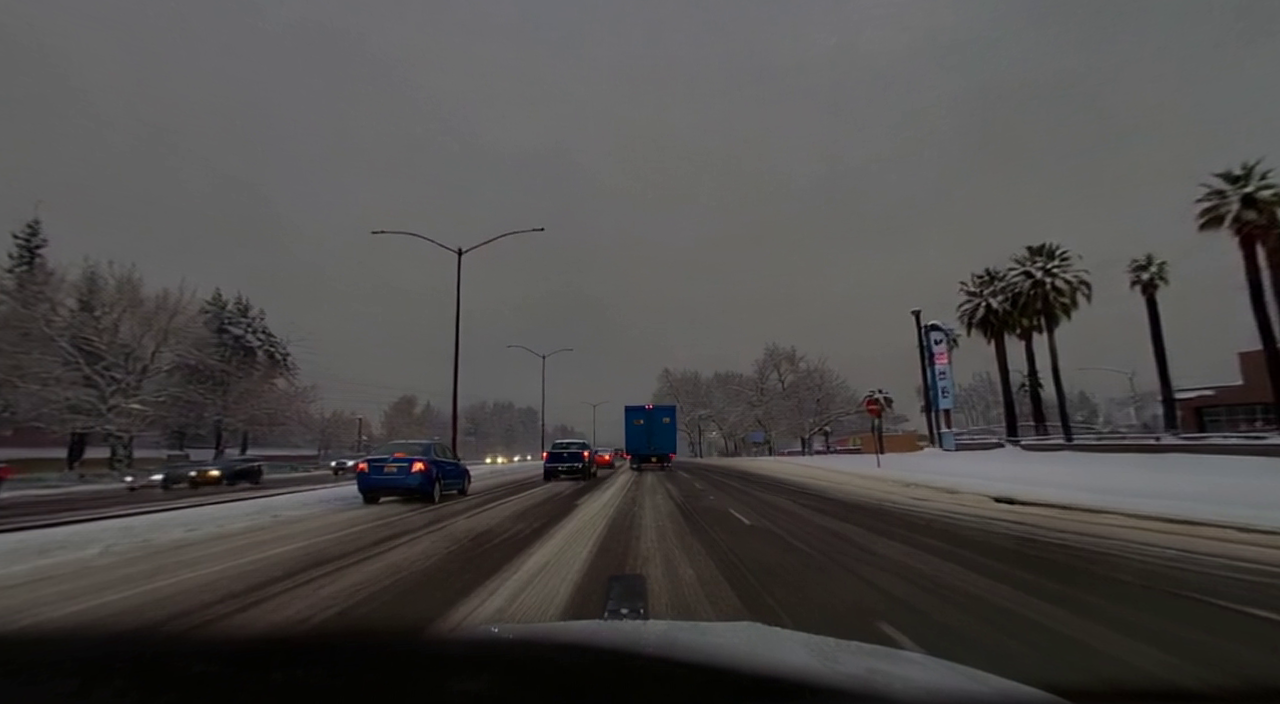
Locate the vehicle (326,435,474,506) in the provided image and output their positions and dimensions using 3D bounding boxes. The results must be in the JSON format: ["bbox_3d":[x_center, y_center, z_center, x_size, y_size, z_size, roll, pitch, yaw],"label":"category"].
[{"bbox_3d":[-6.179,3.097,16.917,2.045,1.630,4.680,0,-8,1],"label":"vehicle"}]

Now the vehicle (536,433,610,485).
[{"bbox_3d":[-2.467,4.119,24.521,2.178,1.826,4.933,0,-8,2],"label":"vehicle"}]

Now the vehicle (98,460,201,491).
[{"bbox_3d":[-27.816,6.999,35.853,1.876,1.505,4.876,0,-8,2],"label":"vehicle"}]

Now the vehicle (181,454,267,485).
[{"bbox_3d":[-24.550,6.923,37.274,1.932,1.660,4.486,0,-8,2],"label":"vehicle"}]

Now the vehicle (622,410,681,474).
[{"bbox_3d":[0.657,5.056,35.243,2.993,3.235,6.692,0,-8,1],"label":"vehicle"}]
